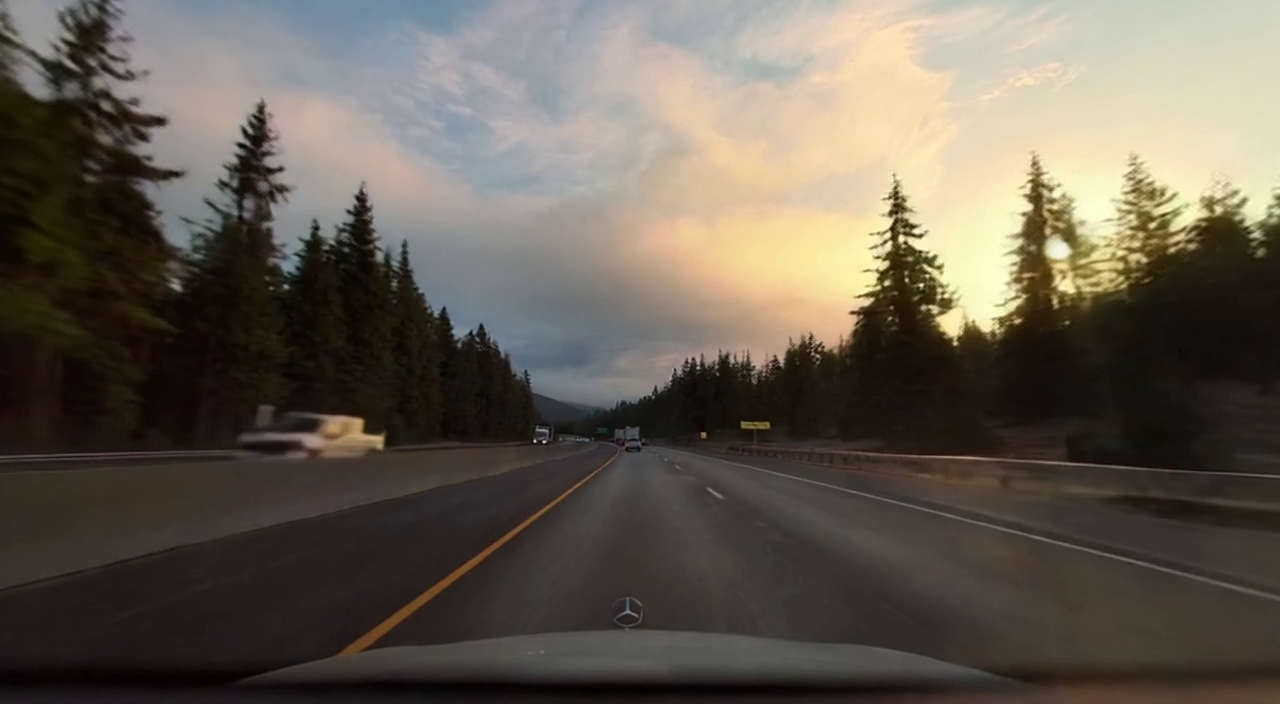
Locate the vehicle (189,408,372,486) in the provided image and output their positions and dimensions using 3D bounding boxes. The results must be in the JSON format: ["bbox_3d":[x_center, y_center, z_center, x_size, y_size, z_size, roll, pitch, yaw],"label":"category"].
[{"bbox_3d":[-9.542,2.602,17.378,2.147,1.836,4.829,0,-8,0],"label":"vehicle"}]
